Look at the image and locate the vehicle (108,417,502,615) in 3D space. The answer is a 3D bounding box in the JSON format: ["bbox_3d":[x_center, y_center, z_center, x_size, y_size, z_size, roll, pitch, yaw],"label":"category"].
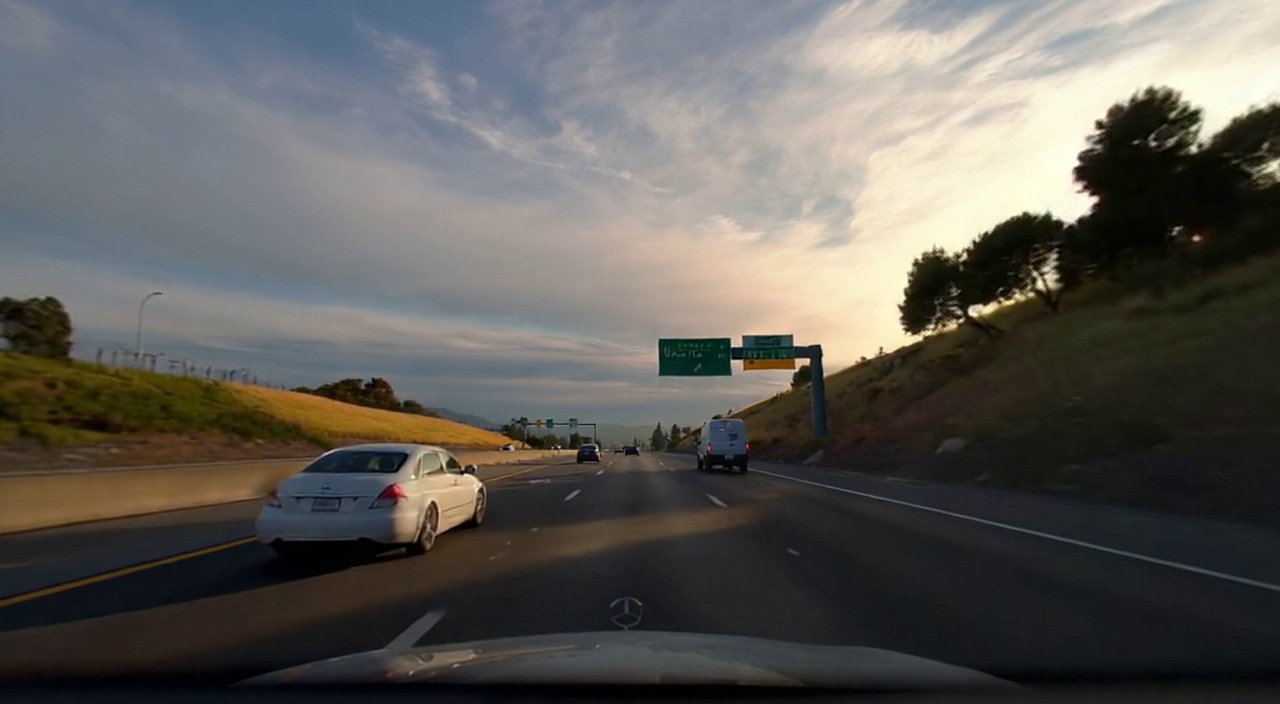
[{"bbox_3d":[-3.122,1.641,7.320,1.939,1.513,4.773,0,-9,0],"label":"vehicle"}]

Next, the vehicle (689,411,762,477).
[{"bbox_3d":[3.718,4.191,28.606,2.361,2.636,5.684,0,-9,-1],"label":"vehicle"}]
